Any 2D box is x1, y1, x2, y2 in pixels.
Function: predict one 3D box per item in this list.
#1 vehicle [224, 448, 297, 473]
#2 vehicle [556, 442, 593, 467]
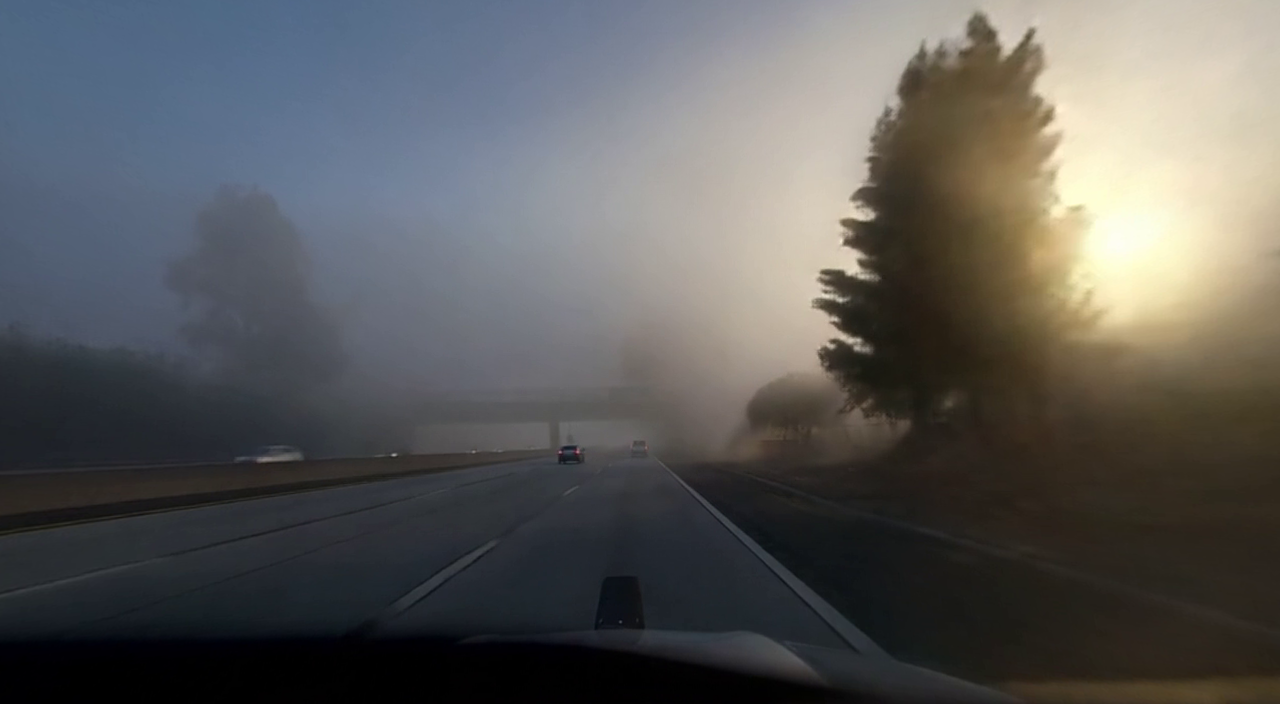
[{"bbox_3d":[-24.679,7.049,41.138,1.860,1.541,4.493,0,-9,1],"label":"vehicle"},{"bbox_3d":[-4.325,6.831,42.071,1.916,1.545,4.757,0,-9,0],"label":"vehicle"}]
